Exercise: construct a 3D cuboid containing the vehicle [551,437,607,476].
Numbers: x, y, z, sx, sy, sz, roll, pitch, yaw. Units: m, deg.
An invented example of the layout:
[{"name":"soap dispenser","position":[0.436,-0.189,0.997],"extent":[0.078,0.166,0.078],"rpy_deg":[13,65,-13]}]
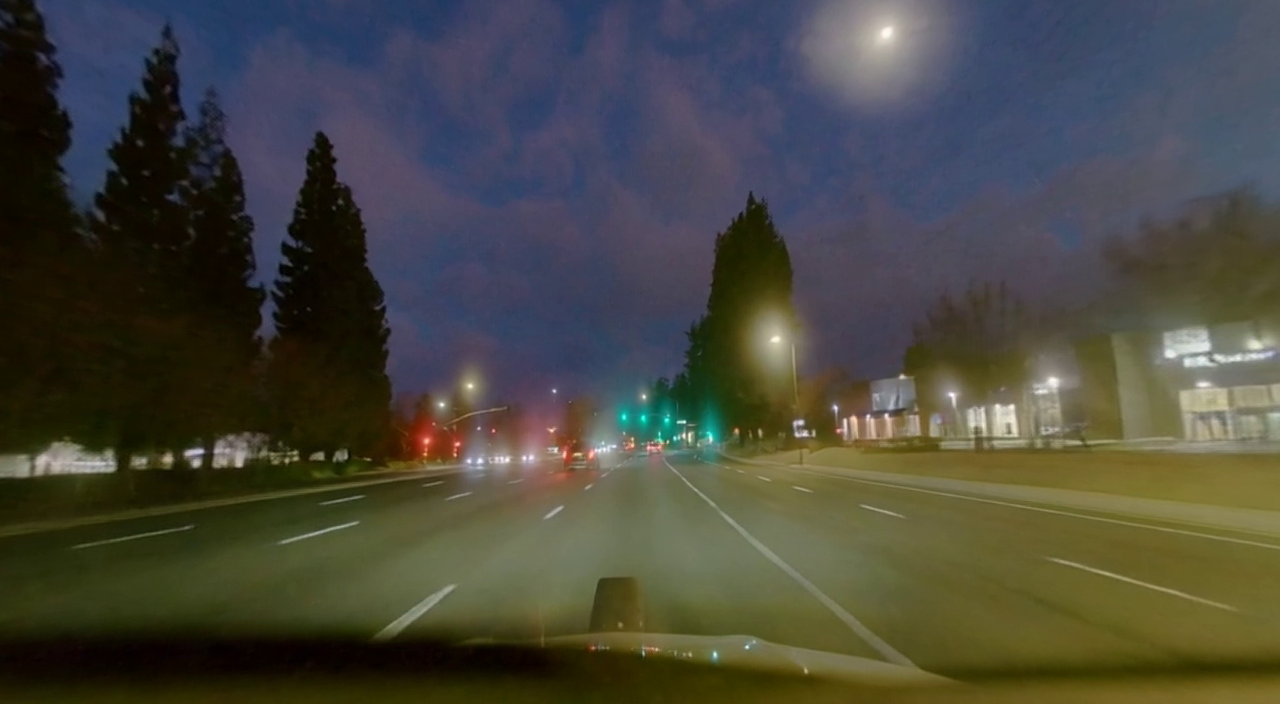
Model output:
[{"name":"vehicle","position":[-2.737,4.846,29.437],"extent":[2.121,1.656,4.559],"rpy_deg":[0,-8,1]}]
